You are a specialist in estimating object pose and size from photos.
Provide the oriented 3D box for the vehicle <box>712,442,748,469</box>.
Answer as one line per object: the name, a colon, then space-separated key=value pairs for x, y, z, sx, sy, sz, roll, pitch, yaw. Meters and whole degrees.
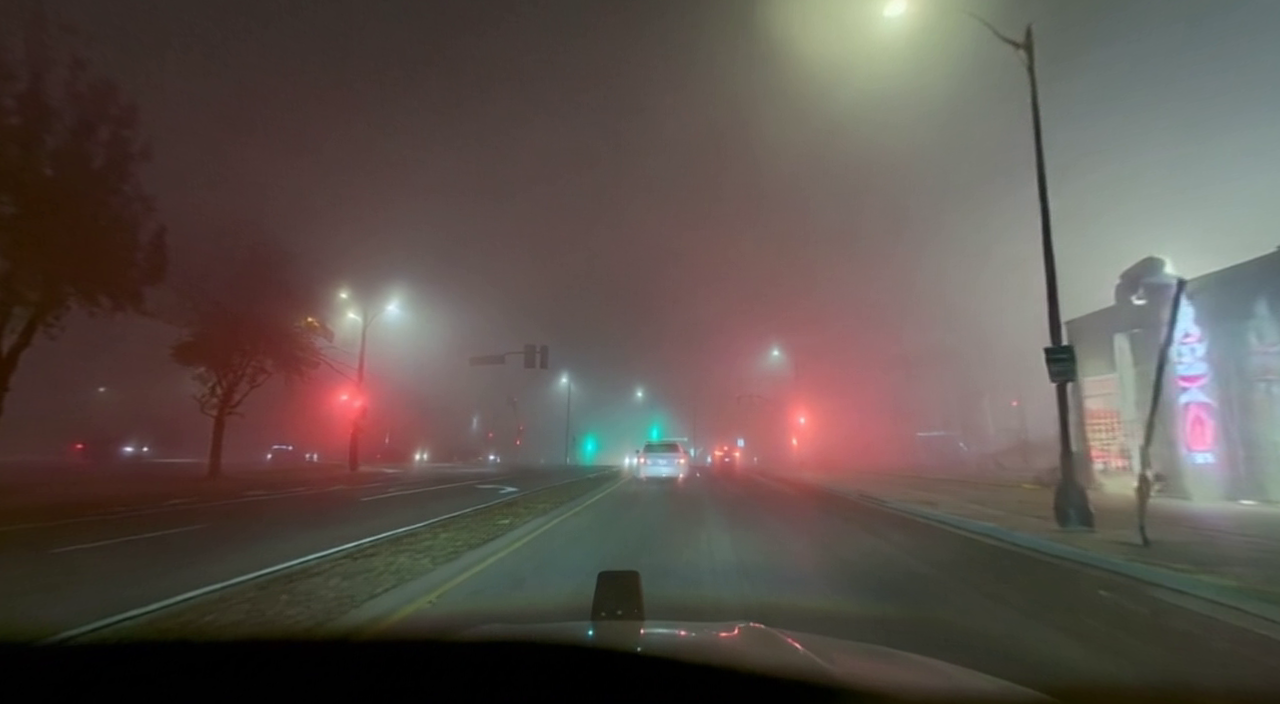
vehicle: x=6.404 y=7.414 z=45.546 sx=2.092 sy=1.851 sz=4.913 roll=0 pitch=-8 yaw=2

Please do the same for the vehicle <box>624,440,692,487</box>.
vehicle: x=0.732 y=3.904 z=22.512 sx=2.173 sy=1.479 sz=4.264 roll=-1 pitch=-8 yaw=4
